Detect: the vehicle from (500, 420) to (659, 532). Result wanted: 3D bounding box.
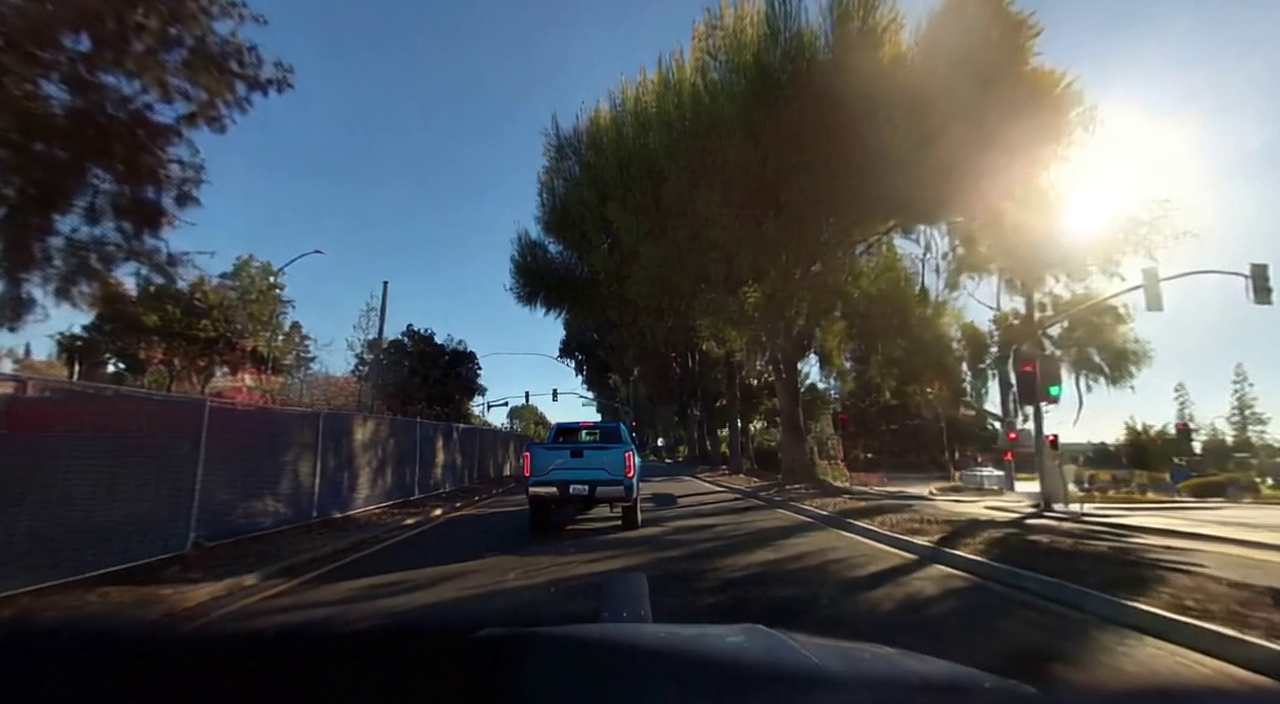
[{"bbox_3d":[-0.933,2.302,12.431,2.436,1.698,5.322,0,-8,0],"label":"vehicle"}]
